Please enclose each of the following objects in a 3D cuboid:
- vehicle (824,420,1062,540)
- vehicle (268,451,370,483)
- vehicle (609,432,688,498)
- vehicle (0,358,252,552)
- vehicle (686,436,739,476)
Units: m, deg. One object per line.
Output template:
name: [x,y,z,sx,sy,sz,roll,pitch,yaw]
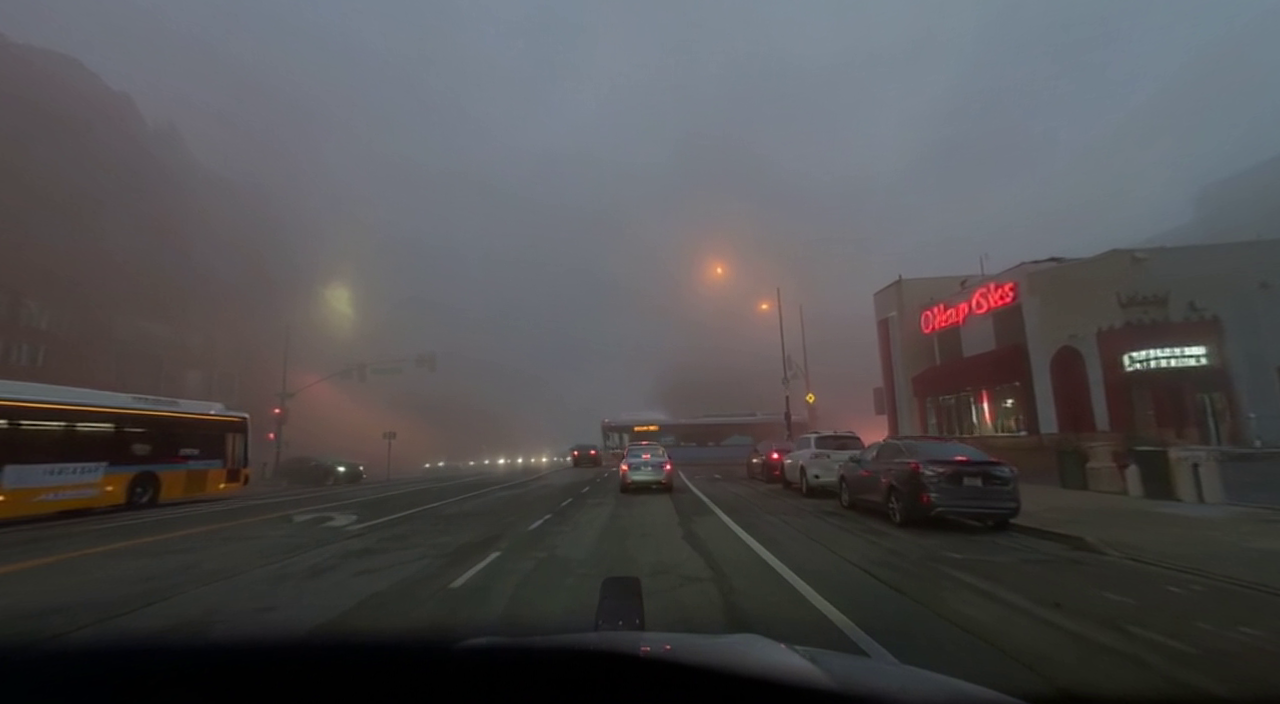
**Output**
vehicle: [4.975,2.164,11.210,2.014,1.681,4.332,0,-9,-1]
vehicle: [-19.650,7.019,38.667,5.016,1.792,2.250,-1,-9,7]
vehicle: [0.174,3.356,19.049,2.089,1.699,4.650,1,-9,-1]
vehicle: [-12.863,1.896,11.664,3.356,3.365,12.460,0,-9,0]
vehicle: [3.294,4.843,29.443,2.222,1.688,3.952,0,-9,3]
